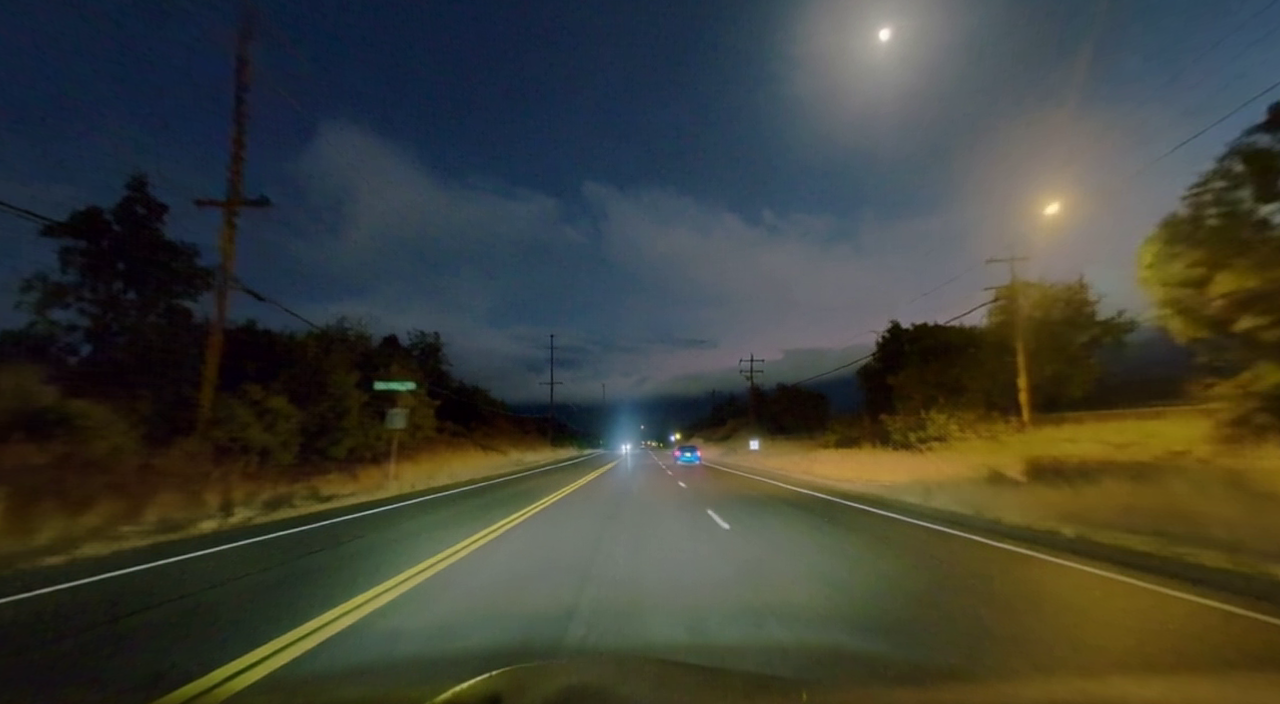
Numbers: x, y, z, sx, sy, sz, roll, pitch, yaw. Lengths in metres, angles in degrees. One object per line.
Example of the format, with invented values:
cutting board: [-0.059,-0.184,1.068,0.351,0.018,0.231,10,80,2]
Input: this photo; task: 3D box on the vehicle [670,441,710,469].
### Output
vehicle: [3.188,6.671,40.909,2.135,1.692,4.185,0,-9,-2]
